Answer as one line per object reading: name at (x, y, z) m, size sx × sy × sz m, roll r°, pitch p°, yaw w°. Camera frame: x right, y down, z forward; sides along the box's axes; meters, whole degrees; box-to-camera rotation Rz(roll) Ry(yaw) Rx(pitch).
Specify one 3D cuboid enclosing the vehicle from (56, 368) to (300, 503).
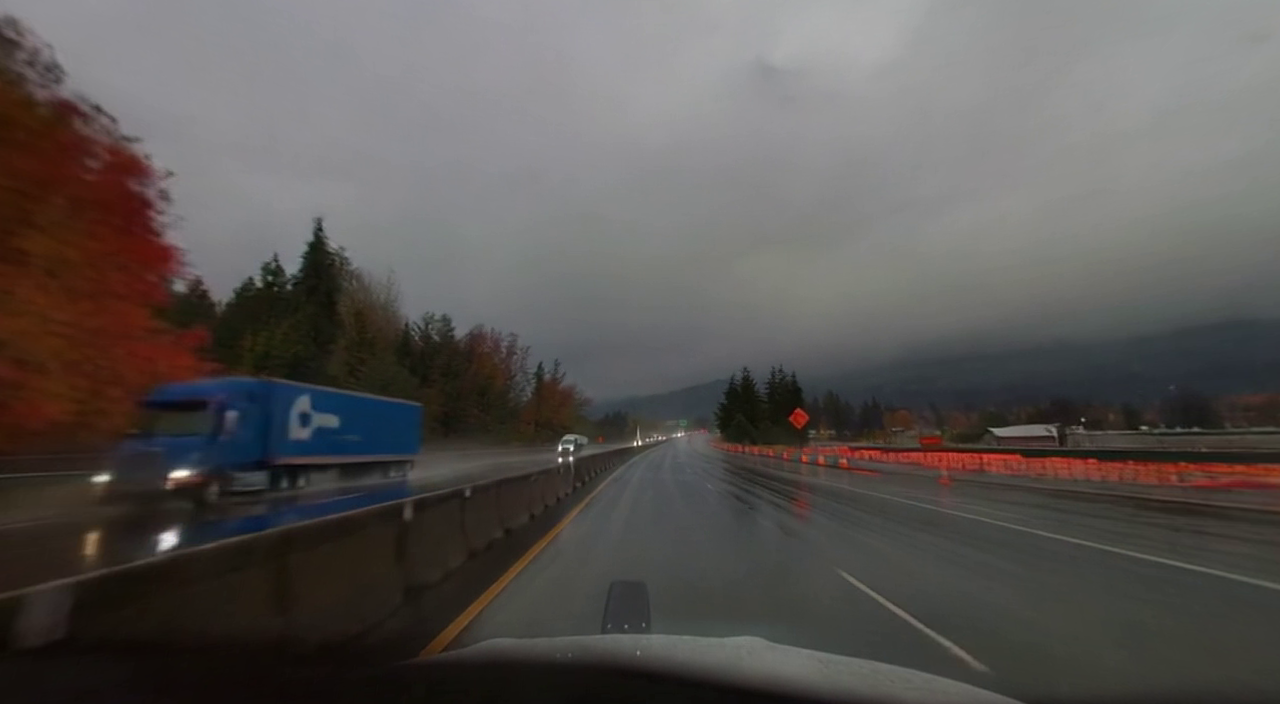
vehicle at (-14.692, 2.789, 20.874) m, size 3.094 × 3.803 × 6.248 m, roll 0°, pitch -8°, yaw 1°
